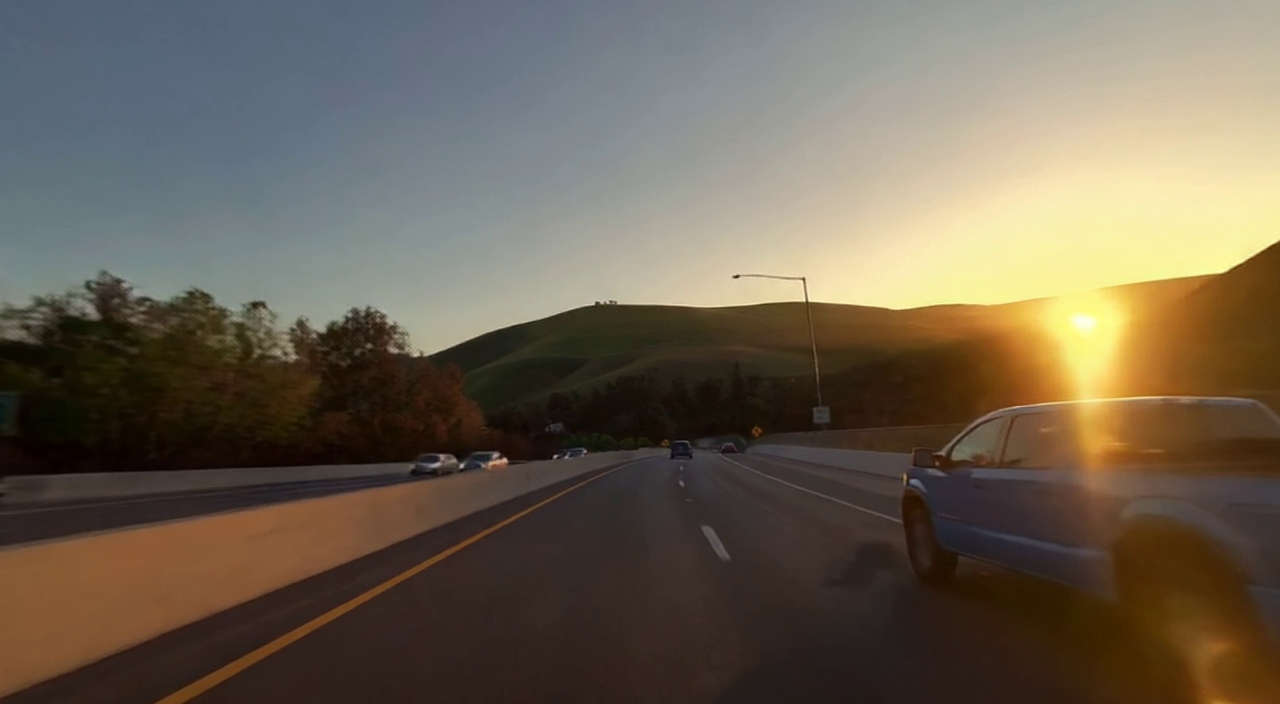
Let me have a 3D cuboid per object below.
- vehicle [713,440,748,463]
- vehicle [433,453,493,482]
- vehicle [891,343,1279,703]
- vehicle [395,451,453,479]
[{"bbox_3d":[6.684,7.389,46.985,2.249,1.635,4.118,-1,-9,4],"label":"vehicle"},{"bbox_3d":[-9.770,6.365,35.213,1.845,1.453,4.531,-1,-9,3],"label":"vehicle"},{"bbox_3d":[3.773,1.090,4.295,2.151,1.744,4.709,0,-9,0],"label":"vehicle"},{"bbox_3d":[-13.594,7.124,40.059,1.903,1.583,4.260,-1,-9,4],"label":"vehicle"}]
